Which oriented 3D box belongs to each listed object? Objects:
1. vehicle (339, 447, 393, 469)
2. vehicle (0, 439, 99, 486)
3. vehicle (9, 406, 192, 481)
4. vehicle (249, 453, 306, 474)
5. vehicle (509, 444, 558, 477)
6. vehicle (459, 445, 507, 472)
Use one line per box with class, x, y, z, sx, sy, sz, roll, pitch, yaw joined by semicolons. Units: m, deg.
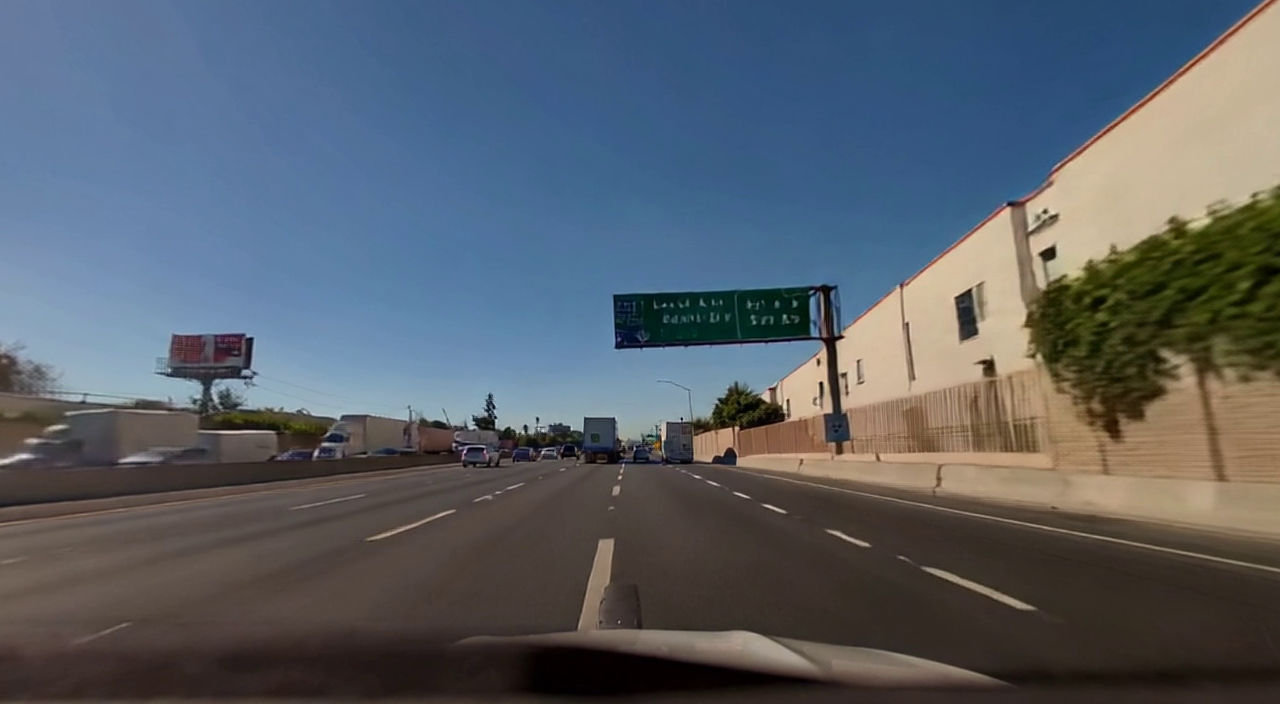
vehicle;-19.285;7.478;44.719;1.928;1.475;4.536;0;-9;-2
vehicle;-26.079;4.543;26.189;2.212;1.805;5.949;0;-9;-1
vehicle;-30.566;5.305;36.621;2.966;3.788;8.697;0;-9;-1
vehicle;-26.745;8.213;46.804;1.926;1.418;3.924;0;-9;-1
vehicle;-5.748;5.877;34.592;2.132;1.679;4.045;0;-9;-3
vehicle;-10.700;7.260;43.430;2.129;1.717;4.593;0;-9;0
